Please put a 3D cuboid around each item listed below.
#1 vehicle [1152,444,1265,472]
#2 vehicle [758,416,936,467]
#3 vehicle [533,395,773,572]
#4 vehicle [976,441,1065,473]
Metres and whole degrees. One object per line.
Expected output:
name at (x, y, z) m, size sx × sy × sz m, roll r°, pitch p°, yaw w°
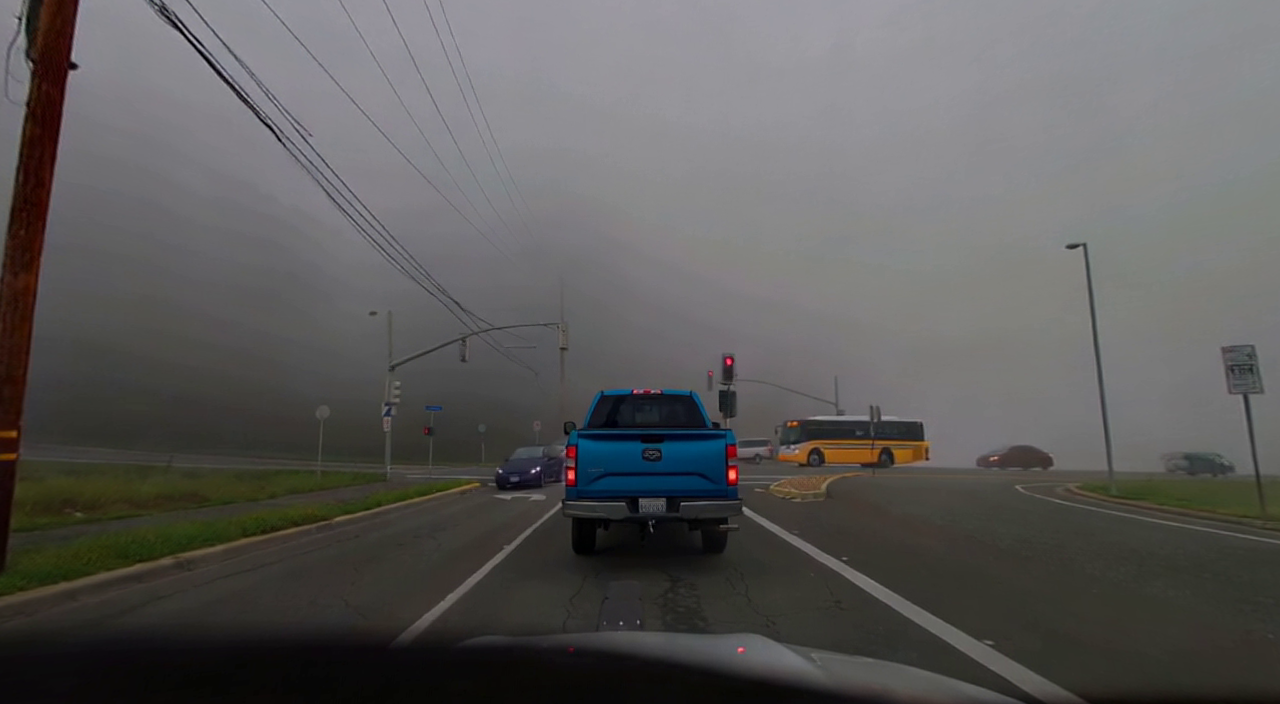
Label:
vehicle at (36.896, 6.882, 41.079) m, size 5.426 × 1.728 × 1.999 m, roll 0°, pitch -8°, yaw -2°
vehicle at (13.516, 5.991, 42.060) m, size 10.726 × 3.128 × 3.003 m, roll -1°, pitch -8°, yaw 2°
vehicle at (0.096, 1.883, 9.963) m, size 2.707 × 1.964 × 5.485 m, roll 0°, pitch -8°, yaw -1°
vehicle at (26.786, 7.421, 44.592) m, size 5.077 × 2.008 × 1.991 m, roll 2°, pitch -9°, yaw -3°
